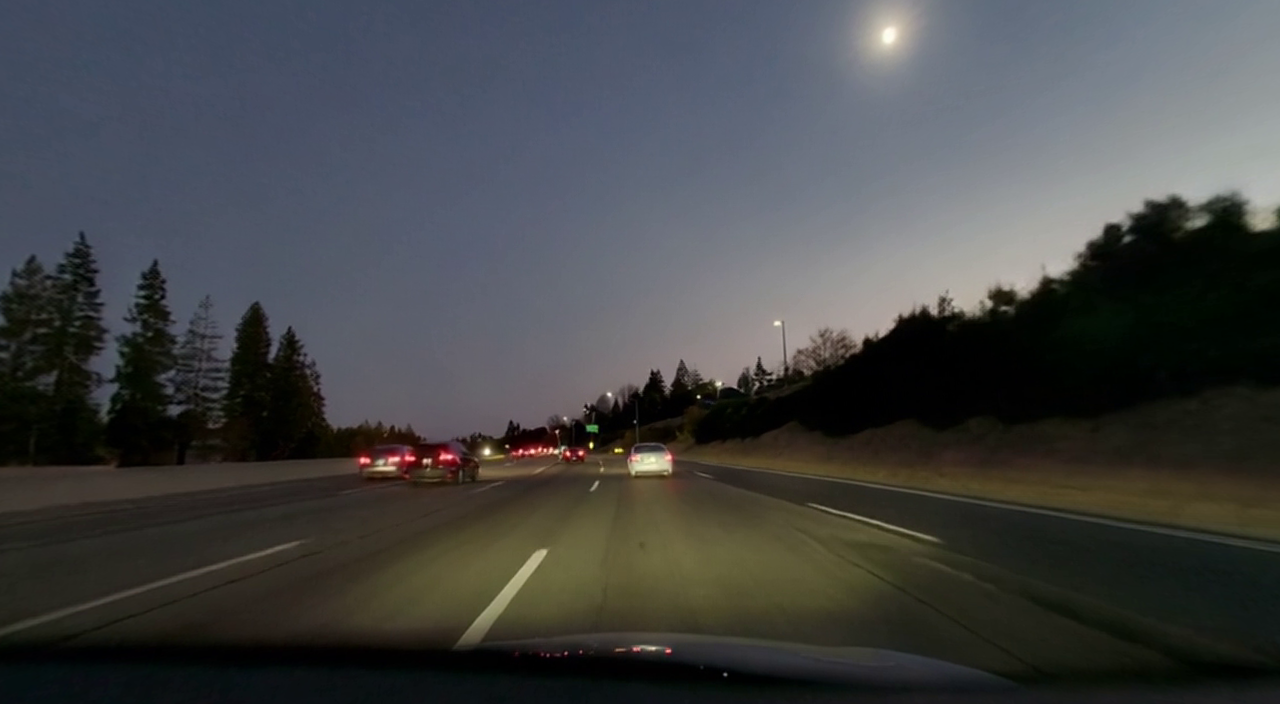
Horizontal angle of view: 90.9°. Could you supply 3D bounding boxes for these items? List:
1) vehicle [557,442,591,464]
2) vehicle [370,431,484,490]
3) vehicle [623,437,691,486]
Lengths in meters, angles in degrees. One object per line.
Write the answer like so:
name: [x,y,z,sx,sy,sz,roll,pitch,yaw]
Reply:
vehicle: [-4.741,7.357,46.085,2.246,1.519,4.980,0,-9,-3]
vehicle: [-6.857,3.565,20.971,2.221,1.693,4.631,0,-9,-1]
vehicle: [0.457,3.634,21.153,2.051,1.444,3.927,0,-9,-1]
